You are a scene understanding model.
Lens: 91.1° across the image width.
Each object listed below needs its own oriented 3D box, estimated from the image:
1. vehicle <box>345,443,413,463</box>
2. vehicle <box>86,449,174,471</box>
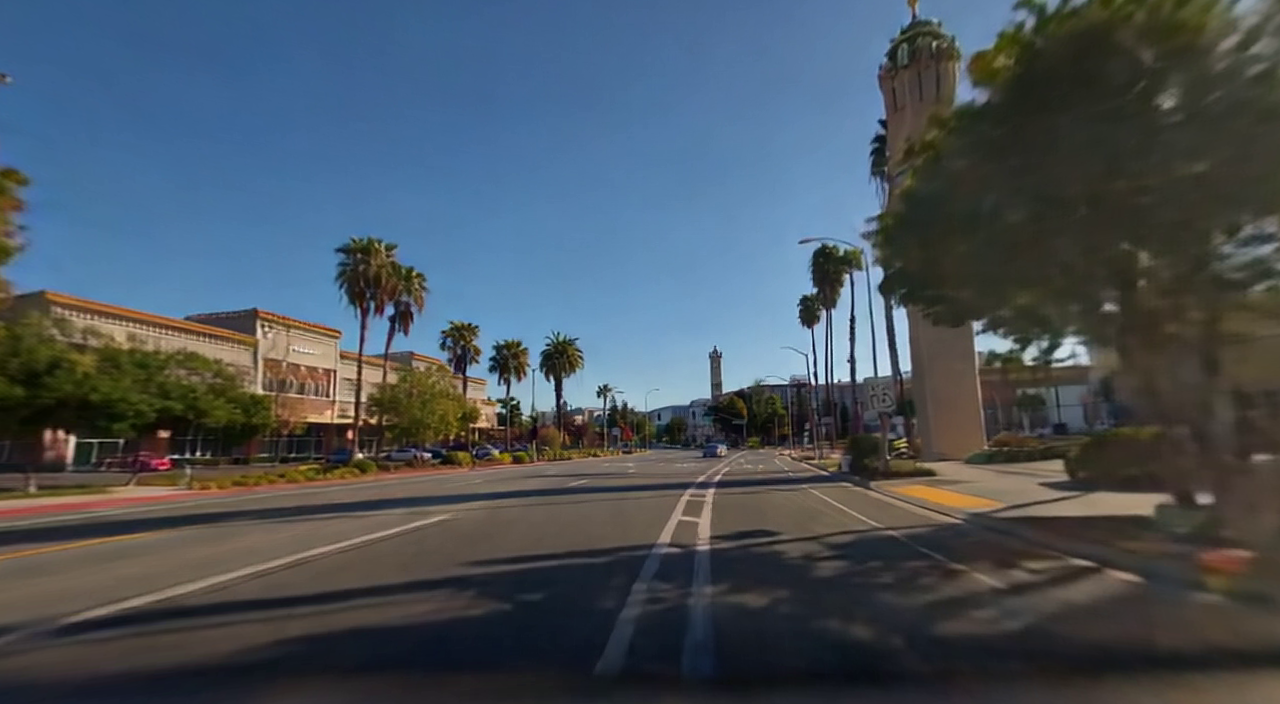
[{"bbox_3d":[-20.449,7.927,49.288,4.440,1.541,1.851,-1,-9,4],"label":"vehicle"},{"bbox_3d":[-35.183,7.436,43.359,4.525,1.492,1.950,-1,-9,7],"label":"vehicle"}]
